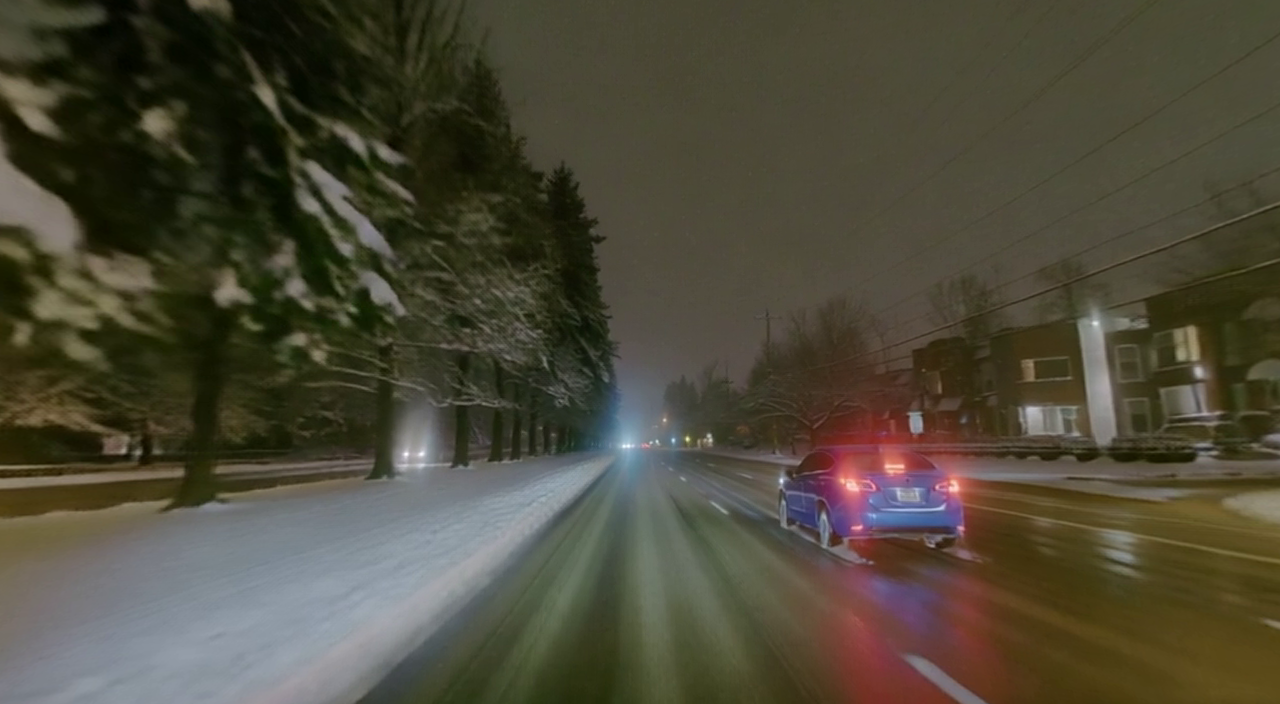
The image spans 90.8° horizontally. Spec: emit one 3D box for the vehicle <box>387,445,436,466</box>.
[{"bbox_3d":[-17.114,7.754,47.620,1.921,1.466,4.804,0,-8,0],"label":"vehicle"}]

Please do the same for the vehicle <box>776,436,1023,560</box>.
[{"bbox_3d":[3.609,2.083,9.820,1.950,1.473,4.259,0,-8,-1],"label":"vehicle"}]
